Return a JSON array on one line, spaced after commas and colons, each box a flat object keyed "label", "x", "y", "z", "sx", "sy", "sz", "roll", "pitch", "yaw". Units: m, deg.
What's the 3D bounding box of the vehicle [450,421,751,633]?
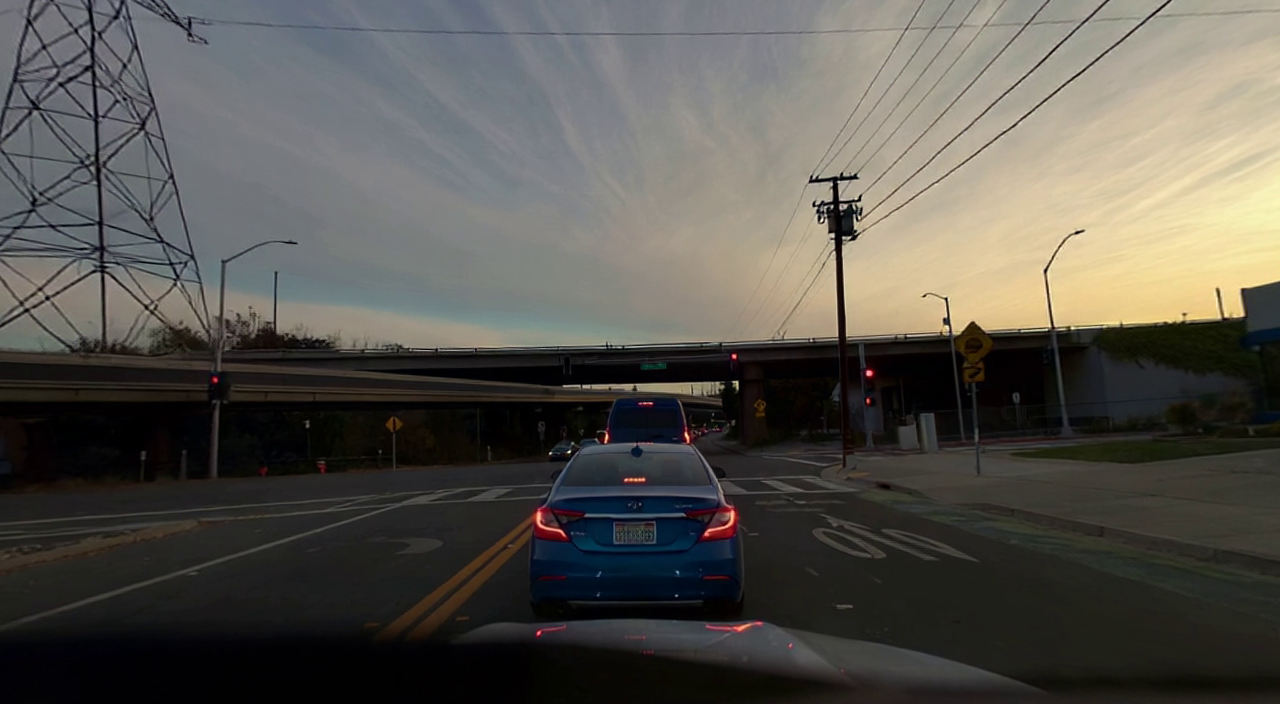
[{"label": "vehicle", "x": -0.241, "y": 1.529, "z": 6.473, "sx": 2.090, "sy": 1.458, "sz": 4.033, "roll": -1, "pitch": -9, "yaw": 1}]
